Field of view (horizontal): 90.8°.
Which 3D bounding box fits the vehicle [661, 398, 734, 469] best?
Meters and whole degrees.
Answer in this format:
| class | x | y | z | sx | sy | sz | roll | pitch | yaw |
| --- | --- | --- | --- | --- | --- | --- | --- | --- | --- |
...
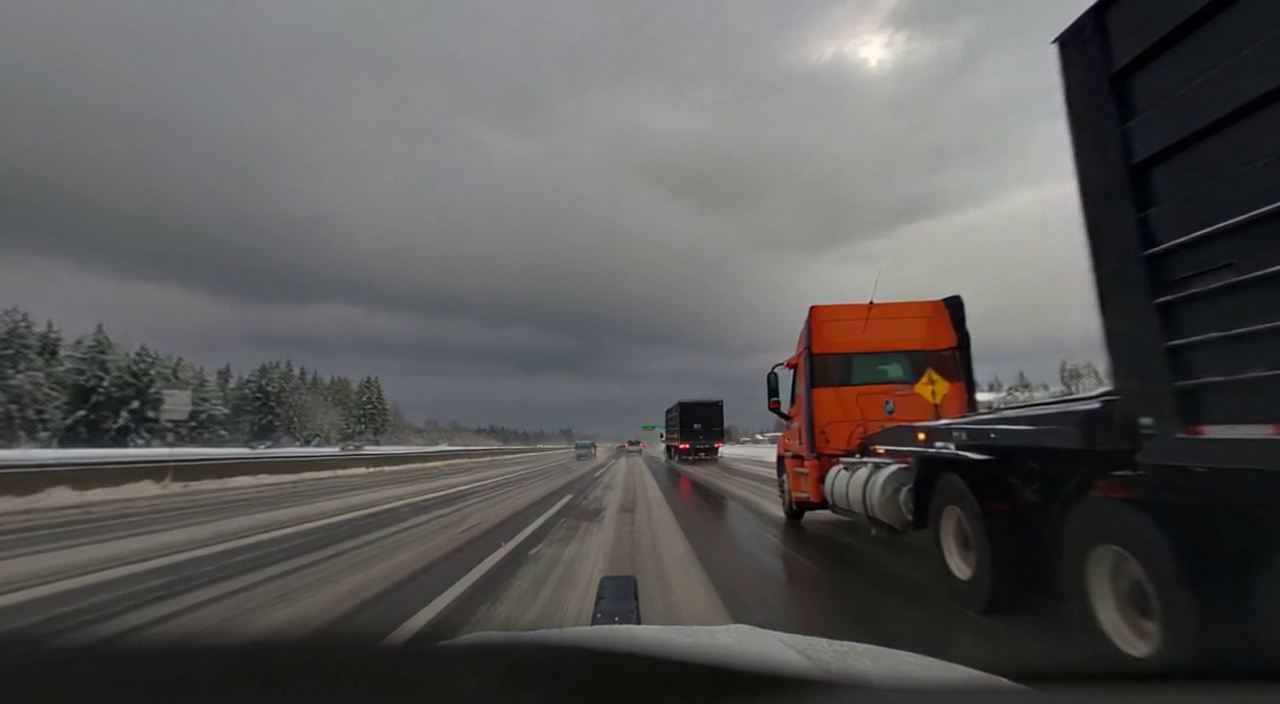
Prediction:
| class | x | y | z | sx | sy | sz | roll | pitch | yaw |
| --- | --- | --- | --- | --- | --- | --- | --- | --- | --- |
| vehicle | 3.094 | 4.938 | 37.533 | 2.966 | 3.586 | 10.563 | 0 | -9 | -2 |
